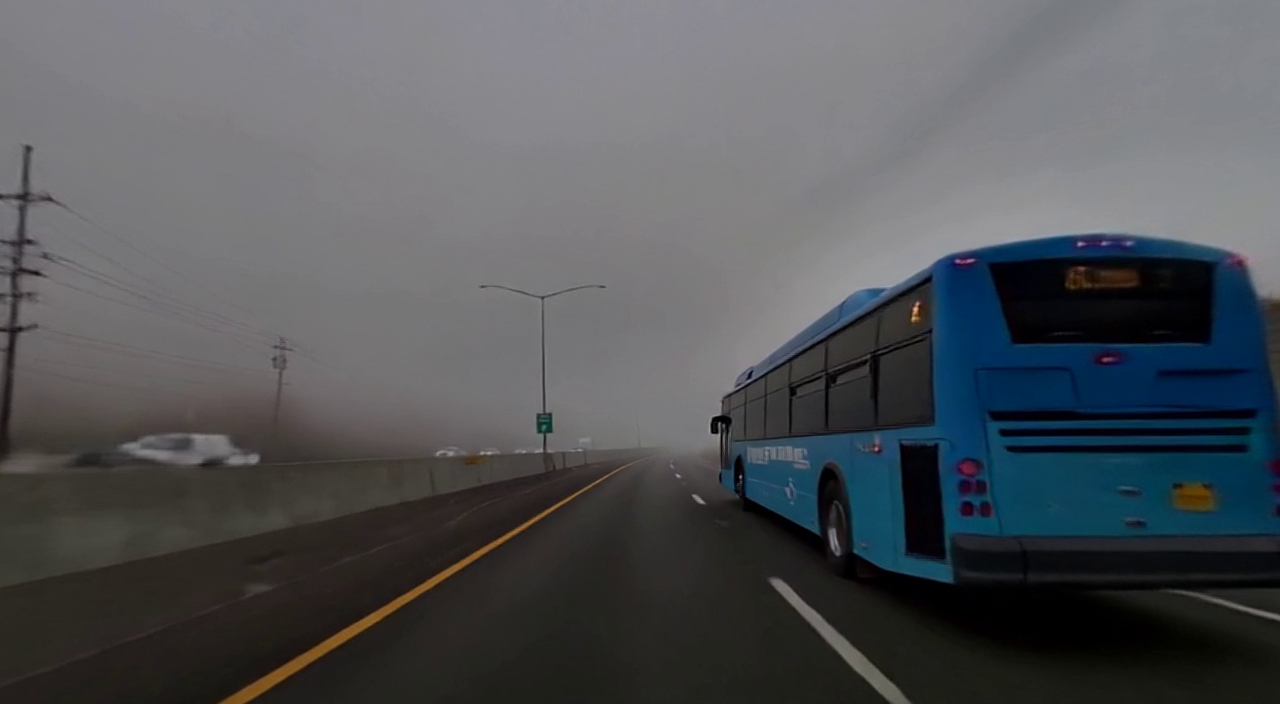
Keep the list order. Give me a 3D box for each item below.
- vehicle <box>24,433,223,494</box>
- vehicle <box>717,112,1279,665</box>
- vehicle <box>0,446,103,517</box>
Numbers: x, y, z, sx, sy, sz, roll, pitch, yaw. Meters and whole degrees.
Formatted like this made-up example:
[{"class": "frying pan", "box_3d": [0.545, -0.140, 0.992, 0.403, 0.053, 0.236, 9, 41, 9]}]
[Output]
[{"class": "vehicle", "box_3d": [-18.223, 3.961, 22.836, 2.281, 1.891, 5.644, -1, -8, 2]}, {"class": "vehicle", "box_3d": [3.769, 1.196, 11.300, 3.144, 3.580, 14.591, 0, -8, 1]}, {"class": "vehicle", "box_3d": [-14.483, 2.733, 13.317, 2.099, 1.471, 4.756, 0, -8, 1]}]
